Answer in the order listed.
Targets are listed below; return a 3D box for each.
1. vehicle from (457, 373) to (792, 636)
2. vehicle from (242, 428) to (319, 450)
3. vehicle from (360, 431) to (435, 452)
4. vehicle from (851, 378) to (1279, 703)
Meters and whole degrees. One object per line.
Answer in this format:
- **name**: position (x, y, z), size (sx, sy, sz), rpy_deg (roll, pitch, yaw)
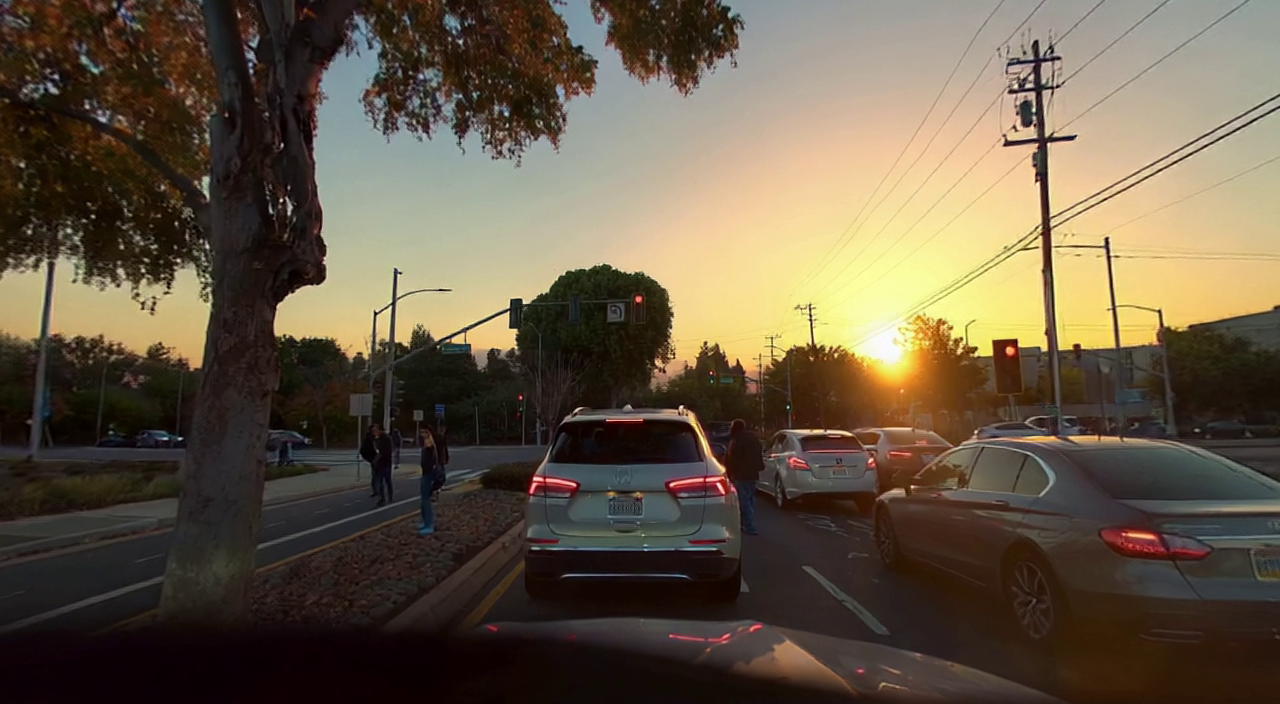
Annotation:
- **vehicle**: position (-0.142, 1.357, 6.597), size (2.271, 1.786, 4.443), rpy_deg (0, -8, -1)
- **vehicle**: position (-26.852, 6.524, 47.203), size (4.587, 1.639, 1.878), rpy_deg (0, -8, 0)
- **vehicle**: position (-17.768, 6.554, 46.354), size (4.607, 1.478, 1.995), rpy_deg (0, -8, 0)
- **vehicle**: position (3.554, 1.298, 5.554), size (1.948, 1.677, 4.437), rpy_deg (0, -8, 2)
